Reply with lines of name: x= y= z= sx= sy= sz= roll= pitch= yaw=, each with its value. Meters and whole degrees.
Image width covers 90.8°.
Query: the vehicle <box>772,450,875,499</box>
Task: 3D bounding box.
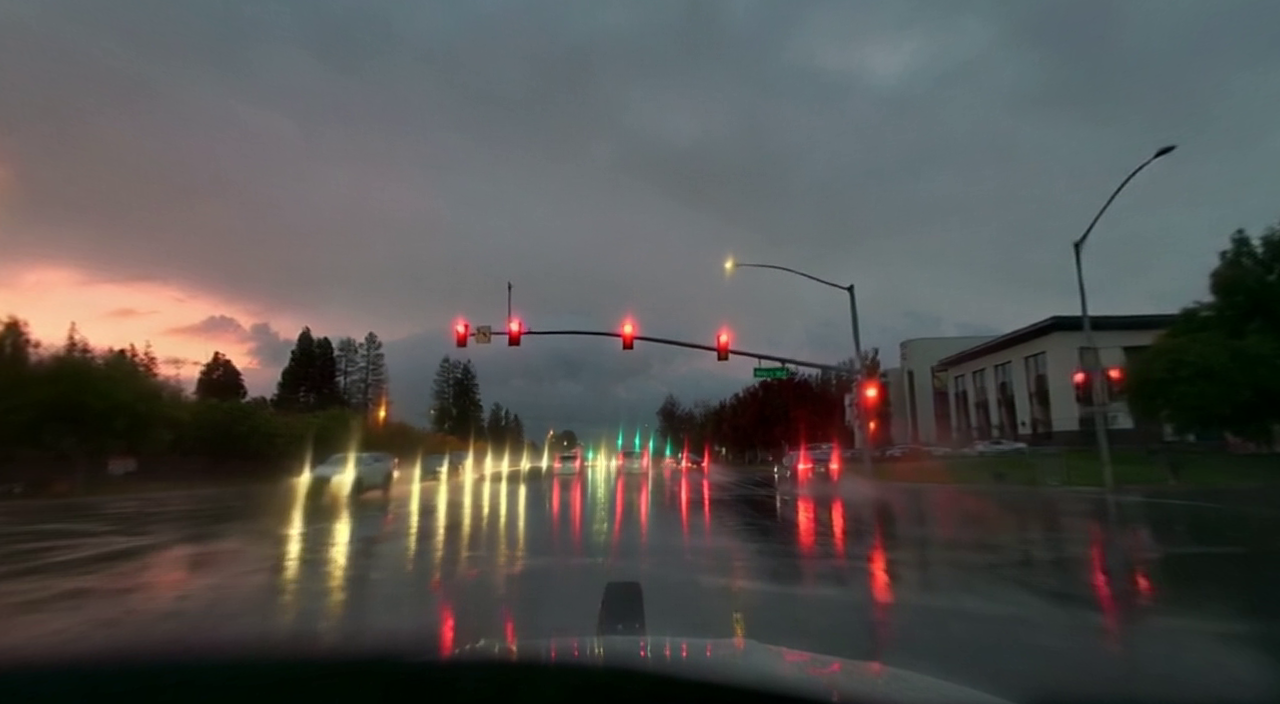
vehicle: x=6.172 y=4.152 z=21.895 sx=2.028 sy=1.451 sz=4.625 roll=0 pitch=-8 yaw=-2

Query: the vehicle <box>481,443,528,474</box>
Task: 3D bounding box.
vehicle: x=-9.190 y=7.246 z=43.265 sx=2.185 sy=1.752 sz=4.599 roll=-4 pitch=-8 yaw=0

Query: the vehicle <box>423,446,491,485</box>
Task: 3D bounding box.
vehicle: x=-8.972 y=5.558 z=31.331 sx=1.929 sy=1.492 sz=4.430 roll=-5 pitch=-7 yaw=1

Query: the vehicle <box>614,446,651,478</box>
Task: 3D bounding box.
vehicle: x=-0.375 y=6.282 z=36.306 sx=2.008 sy=1.716 sz=4.125 roll=0 pitch=-8 yaw=1

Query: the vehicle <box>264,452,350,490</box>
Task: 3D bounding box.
vehicle: x=-16.395 y=5.857 z=31.364 sx=1.923 sy=1.663 sz=4.400 roll=0 pitch=-8 yaw=-1

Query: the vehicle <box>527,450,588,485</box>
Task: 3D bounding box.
vehicle: x=-3.701 y=5.263 z=29.125 sx=2.163 sy=1.474 sz=4.413 roll=0 pitch=-8 yaw=1

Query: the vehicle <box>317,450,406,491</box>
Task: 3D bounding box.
vehicle: x=-12.167 y=5.182 z=27.940 sx=1.975 sy=1.450 sz=4.561 roll=-5 pitch=-8 yaw=-1

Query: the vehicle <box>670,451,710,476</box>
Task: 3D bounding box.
vehicle: x=3.033 y=6.828 z=39.021 sx=2.014 sy=1.430 sz=4.103 roll=0 pitch=-8 yaw=-2
